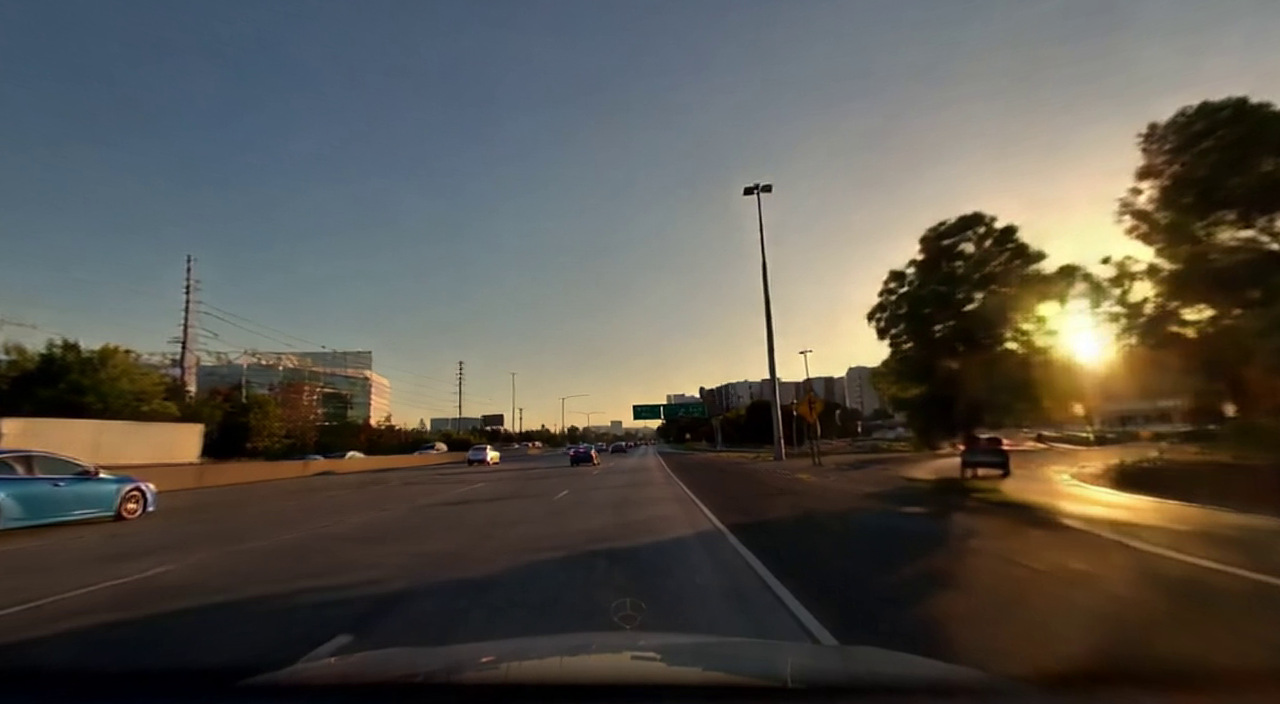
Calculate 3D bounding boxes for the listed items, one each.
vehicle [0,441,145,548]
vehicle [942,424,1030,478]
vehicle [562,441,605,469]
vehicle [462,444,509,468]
[{"bbox_3d":[-10.197,2.067,9.161,2.002,1.526,4.822,0,-8,1],"label":"vehicle"},{"bbox_3d":[12.936,3.724,23.891,2.127,1.815,4.777,-3,-9,20],"label":"vehicle"},{"bbox_3d":[-3.190,5.933,36.662,2.050,1.479,4.342,0,-8,1],"label":"vehicle"},{"bbox_3d":[-9.940,6.701,40.877,1.930,1.490,3.955,0,-8,1],"label":"vehicle"}]
